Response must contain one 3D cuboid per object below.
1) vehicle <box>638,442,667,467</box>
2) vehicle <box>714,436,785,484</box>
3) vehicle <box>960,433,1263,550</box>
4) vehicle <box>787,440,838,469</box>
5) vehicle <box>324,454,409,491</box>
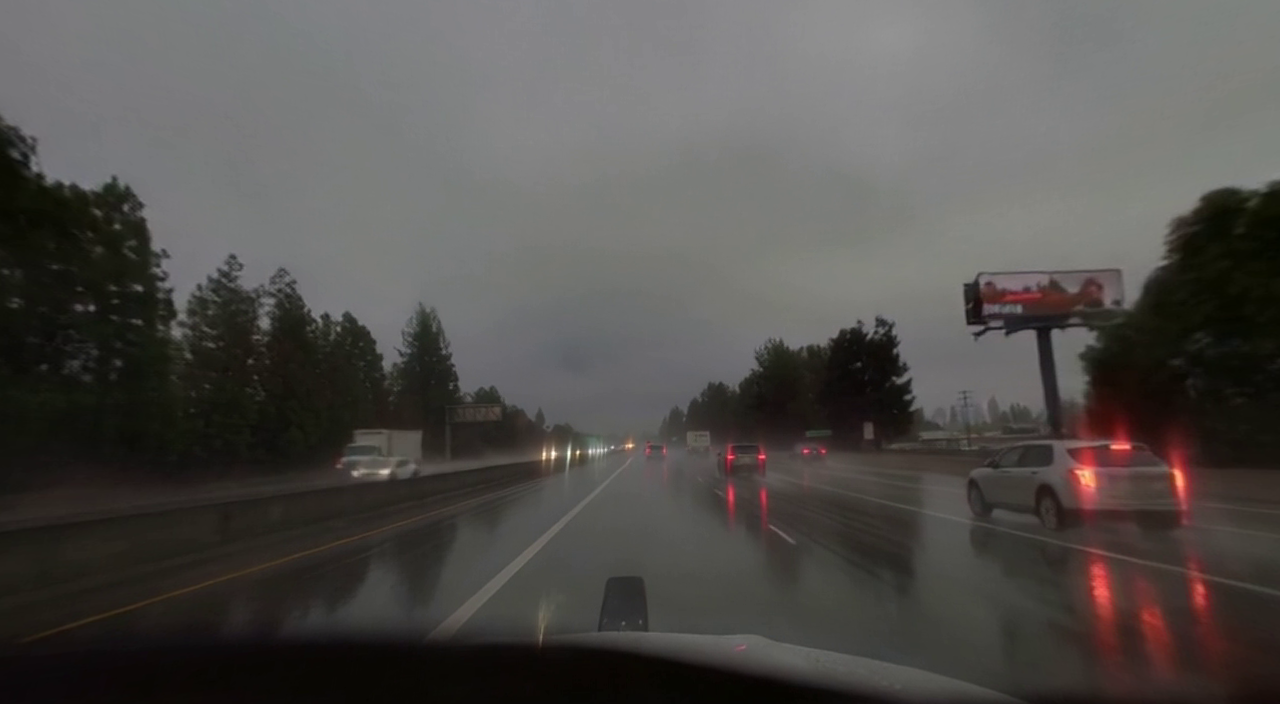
[{"bbox_3d":[0.913,7.799,48.220,2.145,1.832,4.004,0,-8,0],"label":"vehicle"},{"bbox_3d":[4.529,4.538,26.825,2.075,1.845,4.667,0,-8,-1],"label":"vehicle"},{"bbox_3d":[7.494,2.200,10.753,1.807,1.558,4.352,0,-8,0],"label":"vehicle"},{"bbox_3d":[11.429,6.832,42.119,2.028,1.801,4.503,0,-8,-1],"label":"vehicle"},{"bbox_3d":[-13.042,5.761,30.430,1.906,1.533,4.731,0,-8,1],"label":"vehicle"}]
